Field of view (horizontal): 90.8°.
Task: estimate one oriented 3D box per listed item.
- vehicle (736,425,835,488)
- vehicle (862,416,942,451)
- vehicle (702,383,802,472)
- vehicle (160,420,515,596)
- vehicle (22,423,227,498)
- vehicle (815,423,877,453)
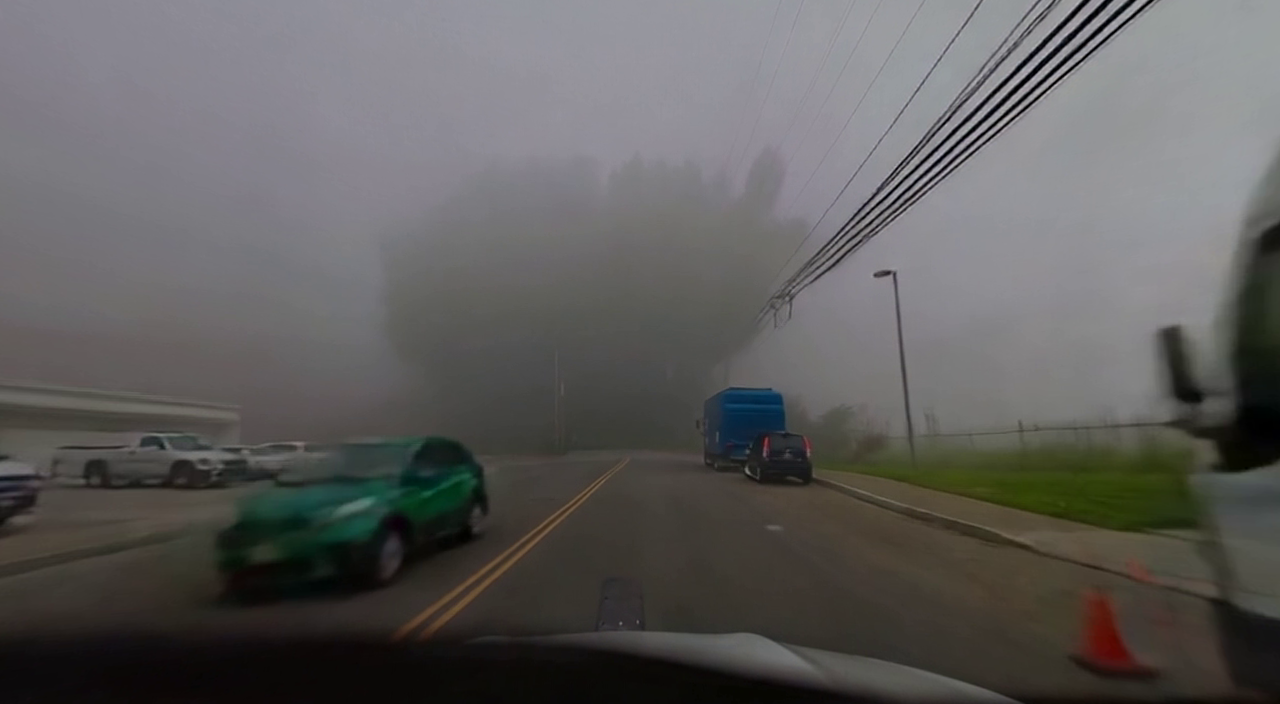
[{"bbox_3d":[4.316,3.182,19.546,1.892,1.696,4.332,0,-8,-2],"label":"vehicle"},{"bbox_3d":[20.274,6.316,49.082,5.359,2.321,2.243,2,-7,9],"label":"vehicle"},{"bbox_3d":[4.486,3.342,27.105,3.058,3.269,7.674,0,-9,2],"label":"vehicle"},{"bbox_3d":[-3.043,1.661,7.695,1.988,1.479,4.485,-1,-8,2],"label":"vehicle"},{"bbox_3d":[-16.344,3.519,20.598,2.150,1.999,5.425,3,-9,-2],"label":"vehicle"},{"bbox_3d":[12.429,5.254,38.502,1.913,1.672,4.770,0,-8,-3],"label":"vehicle"}]
